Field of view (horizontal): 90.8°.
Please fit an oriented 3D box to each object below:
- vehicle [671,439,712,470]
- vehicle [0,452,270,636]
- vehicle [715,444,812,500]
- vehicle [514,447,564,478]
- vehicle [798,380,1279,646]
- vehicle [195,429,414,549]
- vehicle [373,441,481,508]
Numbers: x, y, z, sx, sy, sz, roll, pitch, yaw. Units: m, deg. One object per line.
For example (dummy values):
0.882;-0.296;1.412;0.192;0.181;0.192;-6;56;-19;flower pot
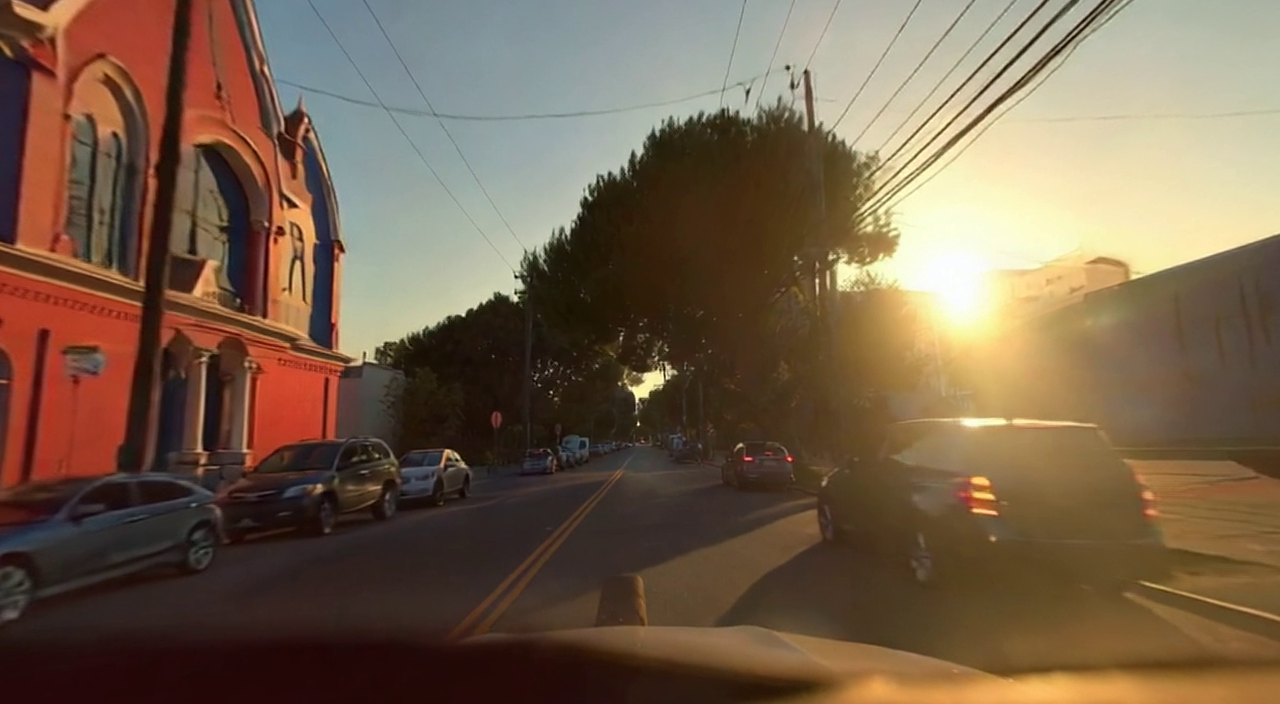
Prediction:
3.408;6.882;42.714;2.313;1.937;5.092;0;-9;0;vehicle
-6.253;1.878;6.798;1.844;1.486;4.474;-2;-9;0;vehicle
3.578;3.548;19.208;1.942;1.476;4.739;0;-9;-1;vehicle
-5.802;6.395;36.888;1.910;1.488;3.999;-2;-6;6;vehicle
3.426;1.457;6.765;2.182;1.824;4.622;0;-9;-1;vehicle
-6.210;2.542;12.468;1.983;1.809;4.503;-2;-8;-2;vehicle
-6.232;3.612;18.977;1.906;1.623;4.057;-4;-9;-2;vehicle
